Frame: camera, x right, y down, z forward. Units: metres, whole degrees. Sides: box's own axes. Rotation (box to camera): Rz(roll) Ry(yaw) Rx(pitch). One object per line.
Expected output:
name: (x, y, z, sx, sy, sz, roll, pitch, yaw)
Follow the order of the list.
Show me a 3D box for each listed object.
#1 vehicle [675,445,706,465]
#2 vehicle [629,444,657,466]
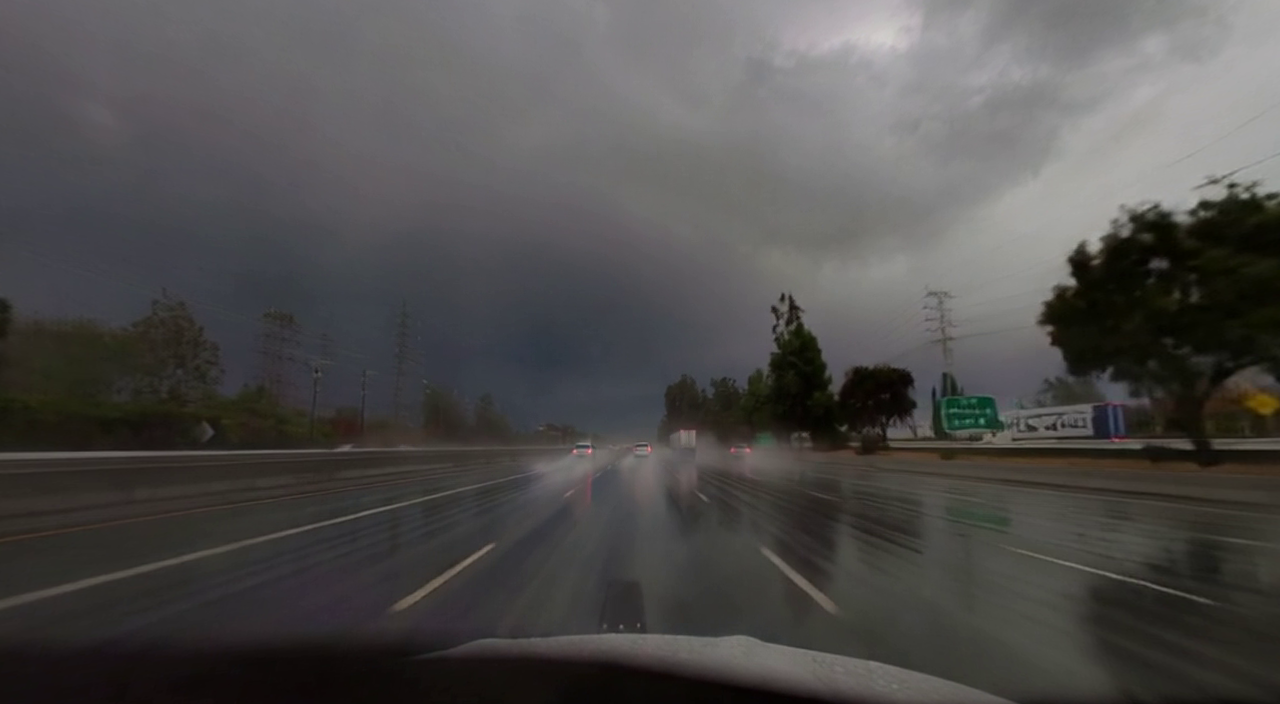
vehicle: (3.865, 7.977, 48.809, 2.076, 1.506, 4.050, 0, -9, 1)
vehicle: (0.205, 7.965, 48.861, 2.066, 1.562, 4.198, 0, -9, 0)
